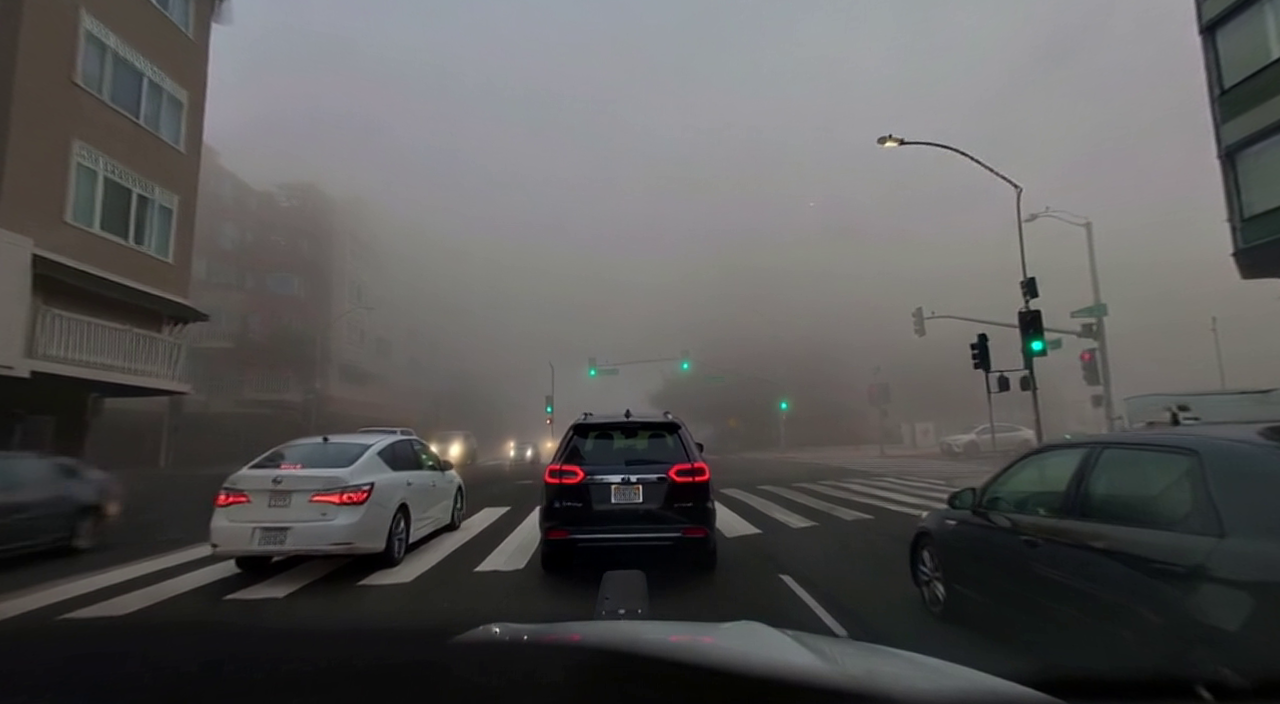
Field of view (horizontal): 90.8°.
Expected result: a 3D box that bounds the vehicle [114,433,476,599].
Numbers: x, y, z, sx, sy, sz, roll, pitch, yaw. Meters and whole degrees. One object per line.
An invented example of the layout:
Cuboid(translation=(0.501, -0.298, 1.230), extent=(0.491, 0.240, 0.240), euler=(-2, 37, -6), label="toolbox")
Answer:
Cuboid(translation=(-3.780, 1.845, 8.208), extent=(2.055, 1.488, 4.733), euler=(0, -8, 0), label="vehicle")

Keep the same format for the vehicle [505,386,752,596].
Cuboid(translation=(-0.123, 1.620, 8.399), extent=(2.206, 1.858, 5.332), euler=(0, -8, 0), label="vehicle")

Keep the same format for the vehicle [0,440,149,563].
Cuboid(translation=(-8.810, 1.874, 8.012), extent=(1.927, 1.489, 4.084), euler=(0, -8, -2), label="vehicle")

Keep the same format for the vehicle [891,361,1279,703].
Cuboid(translation=(3.177, 1.006, 3.374), extent=(1.906, 1.608, 4.137), euler=(0, -8, -1), label="vehicle")
